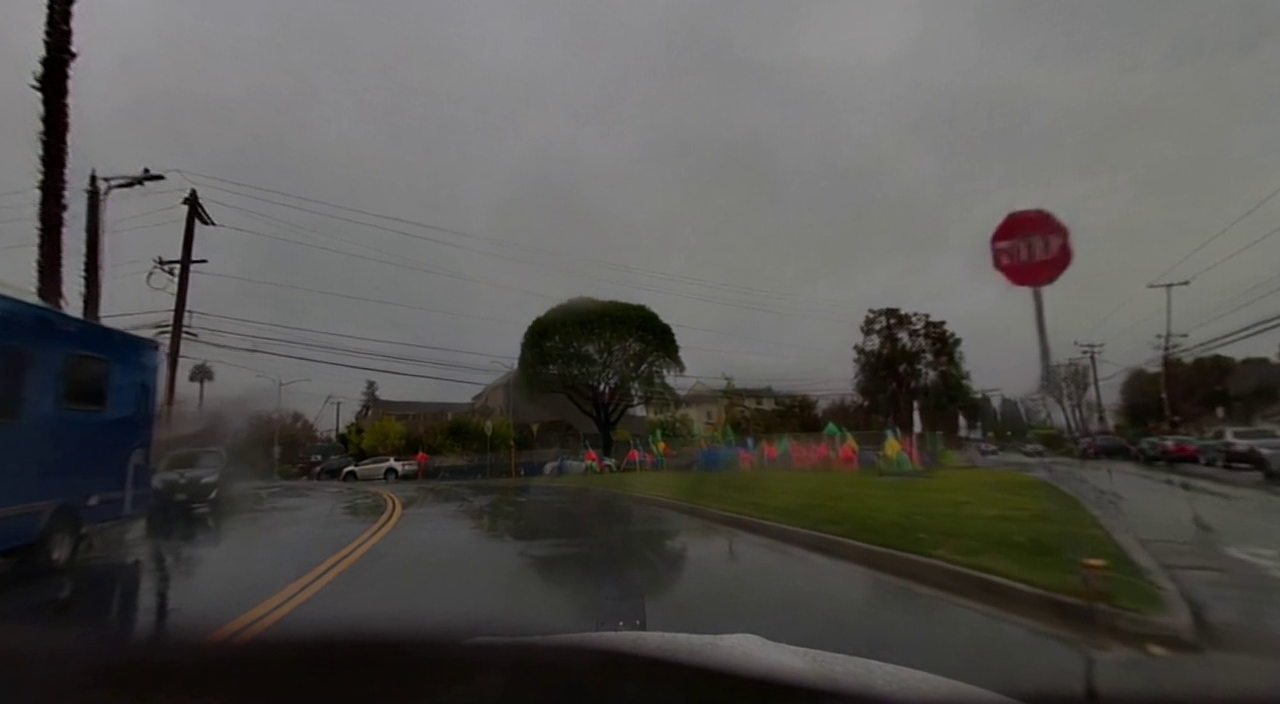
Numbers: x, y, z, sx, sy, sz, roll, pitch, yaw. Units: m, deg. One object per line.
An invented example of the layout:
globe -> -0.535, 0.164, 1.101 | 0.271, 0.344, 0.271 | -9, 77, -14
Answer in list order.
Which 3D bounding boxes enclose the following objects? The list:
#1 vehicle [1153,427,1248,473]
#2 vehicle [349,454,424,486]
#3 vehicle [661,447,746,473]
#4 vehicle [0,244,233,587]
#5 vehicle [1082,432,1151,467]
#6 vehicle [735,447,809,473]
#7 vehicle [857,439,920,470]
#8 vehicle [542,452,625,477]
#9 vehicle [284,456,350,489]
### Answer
vehicle -> 26.790, 4.628, 30.402 | 1.974, 1.894, 4.810 | -3, -6, 24
vehicle -> -16.795, 7.791, 41.850 | 4.586, 1.784, 1.890 | -3, -6, 25
vehicle -> 3.970, 6.783, 39.769 | 4.952, 1.472, 1.837 | 2, -7, -13
vehicle -> -8.546, 0.682, 6.573 | 3.216, 3.720, 11.364 | 1, -6, -12
vehicle -> 31.180, 6.335, 41.518 | 2.094, 1.992, 4.941 | -3, -6, 19
vehicle -> 8.658, 7.033, 41.336 | 4.461, 1.417, 1.781 | 2, -5, -21
vehicle -> 18.540, 7.562, 47.012 | 4.994, 1.898, 2.267 | 4, -7, -41
vehicle -> -3.434, 6.991, 39.229 | 4.966, 1.377, 1.739 | 0, -6, 1
vehicle -> -23.356, 8.656, 45.602 | 4.844, 1.974, 2.092 | -5, -7, 33
